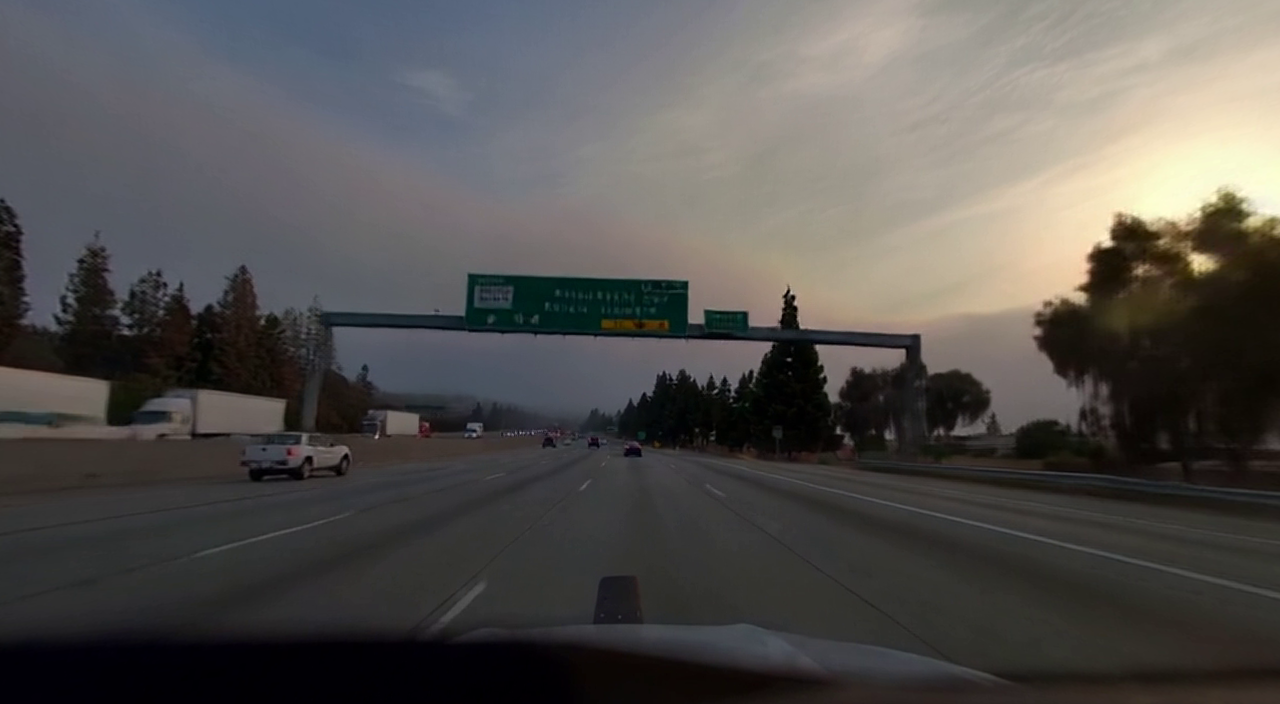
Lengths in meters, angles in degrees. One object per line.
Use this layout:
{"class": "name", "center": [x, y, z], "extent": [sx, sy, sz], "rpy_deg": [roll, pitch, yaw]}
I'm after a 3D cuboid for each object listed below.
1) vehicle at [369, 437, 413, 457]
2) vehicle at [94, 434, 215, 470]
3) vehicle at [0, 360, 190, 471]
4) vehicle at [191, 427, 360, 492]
{"class": "vehicle", "center": [-18.423, 7.047, 46.802], "extent": [1.833, 1.439, 3.471], "rpy_deg": [0, -8, -1]}
{"class": "vehicle", "center": [-21.593, 4.436, 28.319], "extent": [2.076, 1.446, 4.276], "rpy_deg": [0, -8, -1]}
{"class": "vehicle", "center": [-25.177, 2.734, 26.084], "extent": [2.859, 4.057, 14.449], "rpy_deg": [0, -8, -2]}
{"class": "vehicle", "center": [-10.574, 3.124, 18.859], "extent": [2.197, 1.654, 4.823], "rpy_deg": [0, -8, -1]}
